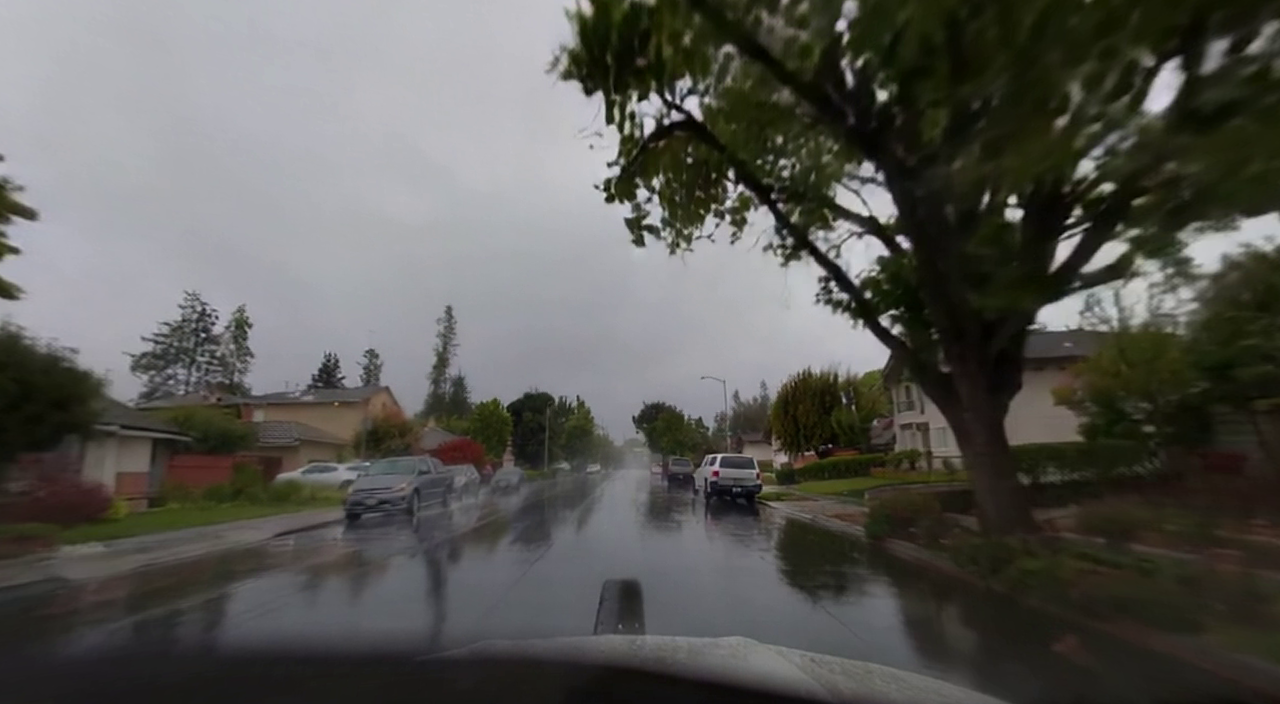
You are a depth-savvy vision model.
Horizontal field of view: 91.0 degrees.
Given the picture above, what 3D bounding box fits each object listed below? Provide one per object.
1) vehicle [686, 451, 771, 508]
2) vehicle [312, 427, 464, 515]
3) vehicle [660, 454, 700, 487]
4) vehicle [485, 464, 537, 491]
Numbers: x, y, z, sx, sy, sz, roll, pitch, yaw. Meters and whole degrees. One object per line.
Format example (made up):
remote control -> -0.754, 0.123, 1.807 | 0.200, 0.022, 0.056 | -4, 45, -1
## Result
vehicle -> 2.800, 4.151, 21.025 | 2.050, 1.598, 4.590 | 0, -8, -1
vehicle -> -7.266, 3.752, 19.066 | 2.408, 2.201, 5.646 | -1, -14, -2
vehicle -> 2.494, 7.590, 40.554 | 2.262, 1.870, 4.948 | 0, -8, 0
vehicle -> -7.614, 7.502, 37.522 | 2.071, 1.481, 4.425 | 0, -11, 1
